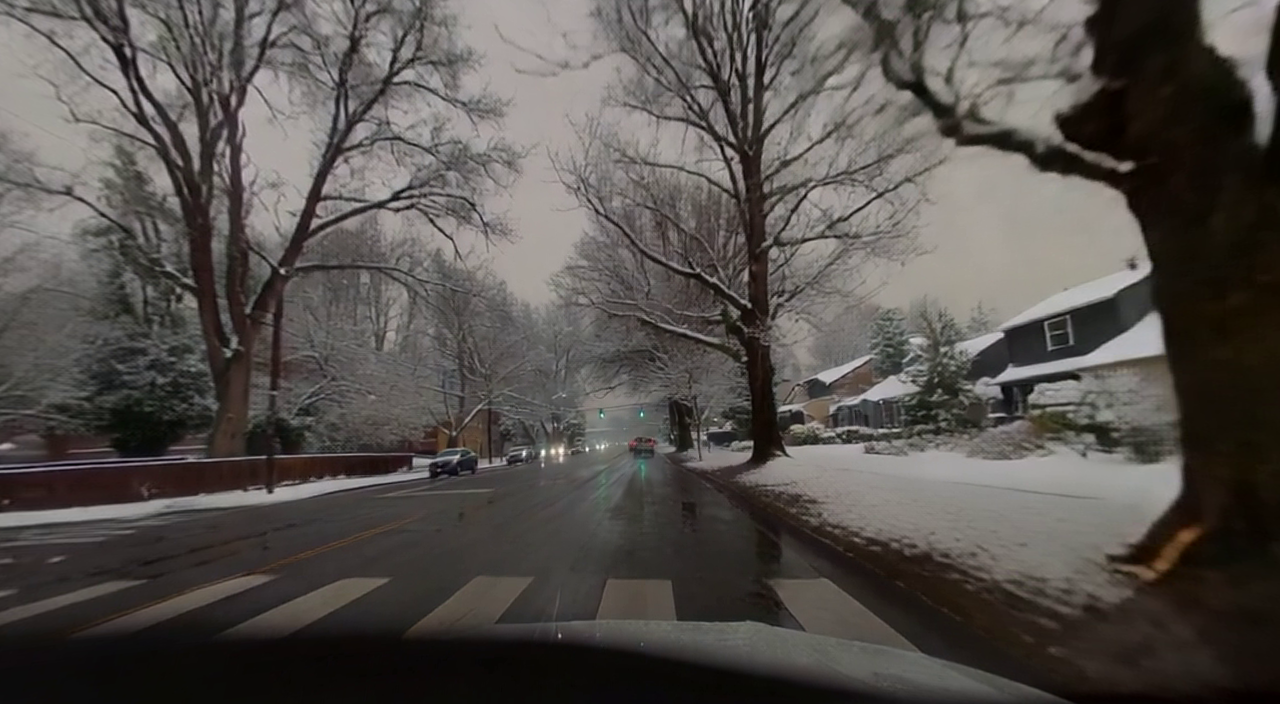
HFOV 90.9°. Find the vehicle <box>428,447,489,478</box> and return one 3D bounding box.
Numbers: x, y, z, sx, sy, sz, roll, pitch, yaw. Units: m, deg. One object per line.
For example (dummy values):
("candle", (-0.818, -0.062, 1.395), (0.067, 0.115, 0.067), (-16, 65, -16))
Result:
("vehicle", (-9.830, 5.986, 34.504), (1.892, 1.484, 4.576), (0, -8, 2))
